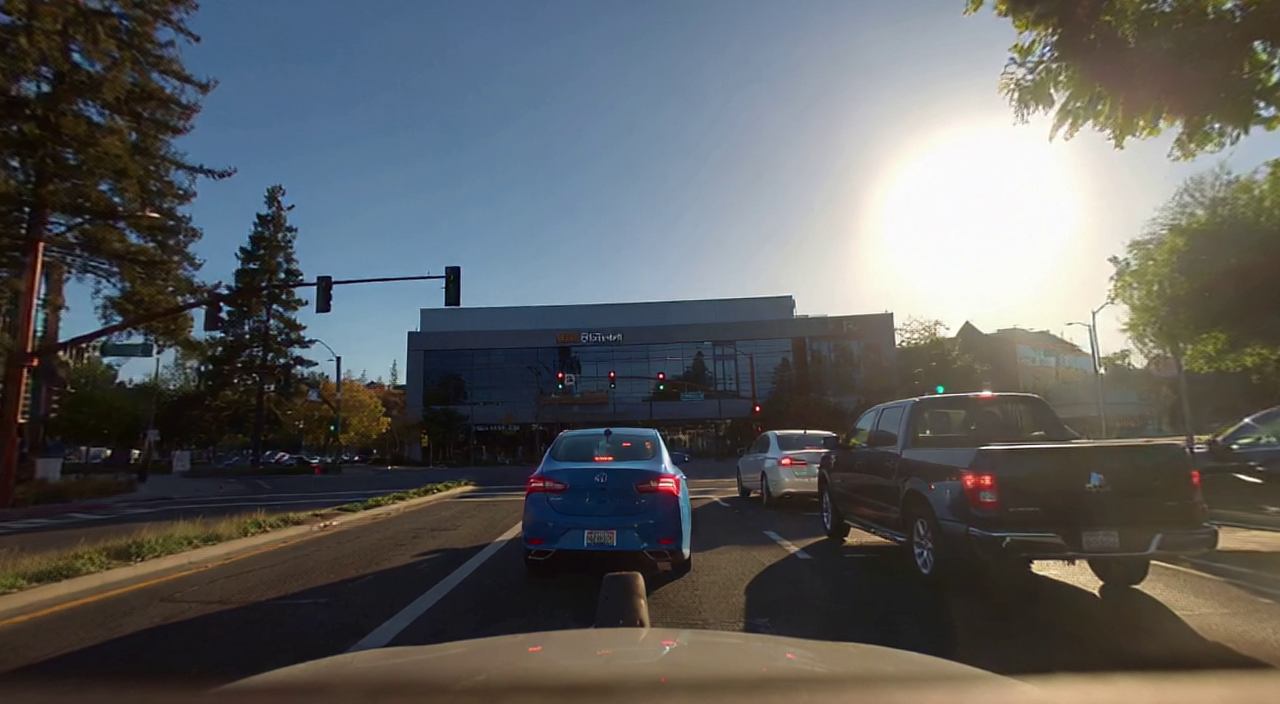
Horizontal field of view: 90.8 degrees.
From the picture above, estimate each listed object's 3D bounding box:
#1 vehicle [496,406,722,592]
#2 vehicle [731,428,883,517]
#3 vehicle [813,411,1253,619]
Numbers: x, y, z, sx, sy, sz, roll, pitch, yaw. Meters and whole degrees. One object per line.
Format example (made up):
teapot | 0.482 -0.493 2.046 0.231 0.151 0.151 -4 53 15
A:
vehicle | -0.274 1.608 7.646 2.037 1.674 3.693 0 -8 0
vehicle | 3.376 2.529 13.780 2.031 1.626 4.264 0 -8 -1
vehicle | 3.600 1.568 7.118 1.955 1.550 4.587 0 -8 -1
